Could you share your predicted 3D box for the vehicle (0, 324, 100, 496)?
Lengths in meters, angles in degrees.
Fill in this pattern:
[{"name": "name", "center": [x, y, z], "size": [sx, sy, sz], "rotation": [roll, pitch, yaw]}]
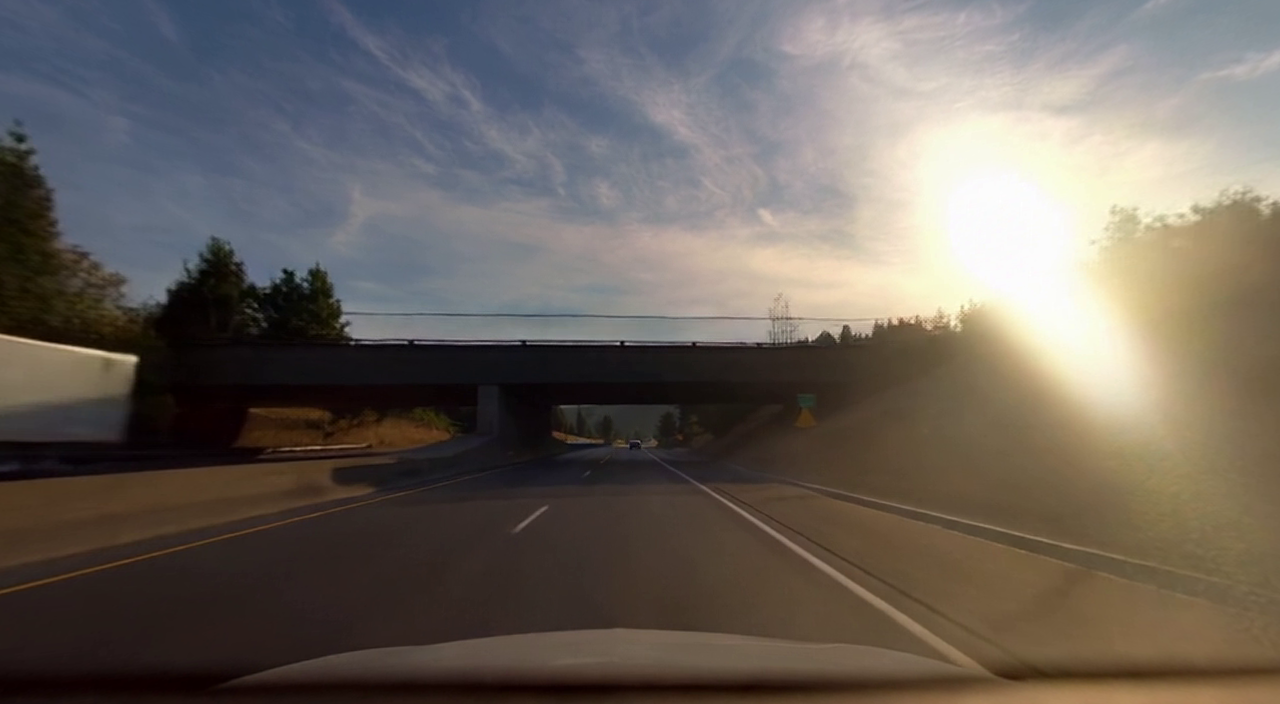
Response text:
[{"name": "vehicle", "center": [-16.792, 0.781, 10.782], "size": [2.894, 4.115, 14.083], "rotation": [0, -8, -1]}]
